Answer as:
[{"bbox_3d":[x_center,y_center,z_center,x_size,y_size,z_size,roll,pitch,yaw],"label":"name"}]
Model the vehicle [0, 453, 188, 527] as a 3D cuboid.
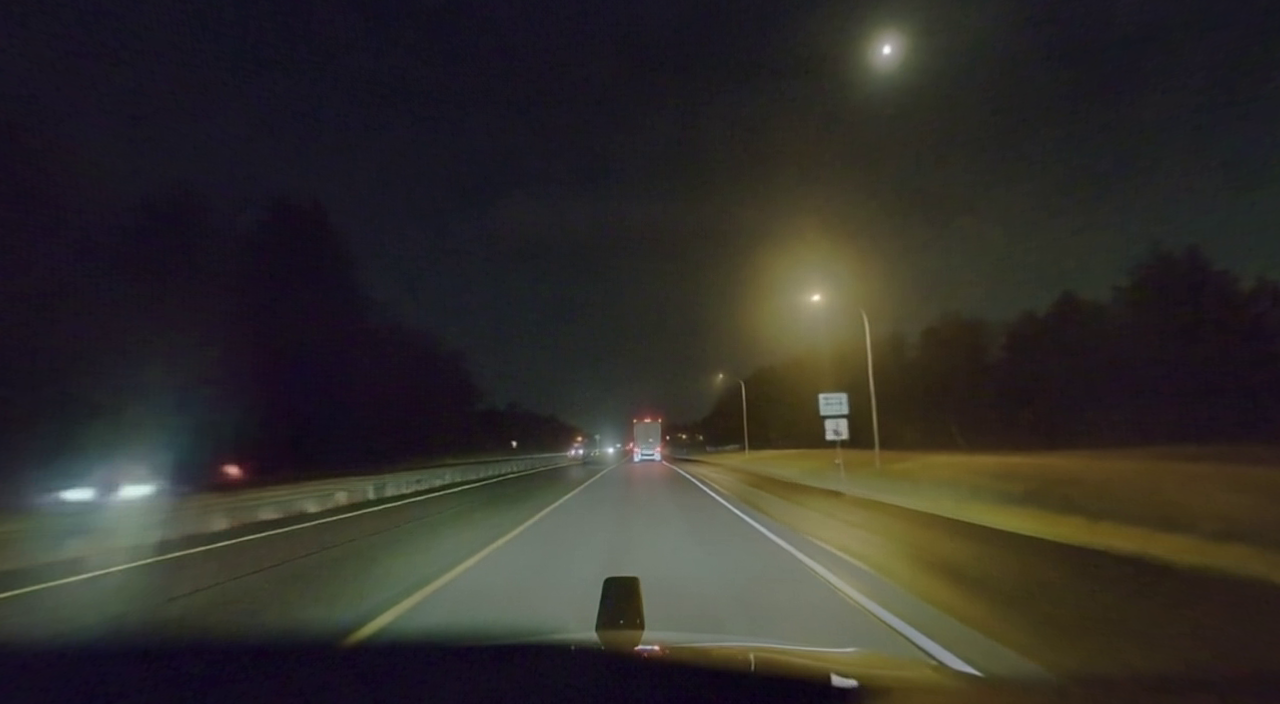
[{"bbox_3d":[-13.082,3.124,14.815,1.833,1.431,4.206,0,-9,0],"label":"vehicle"}]
